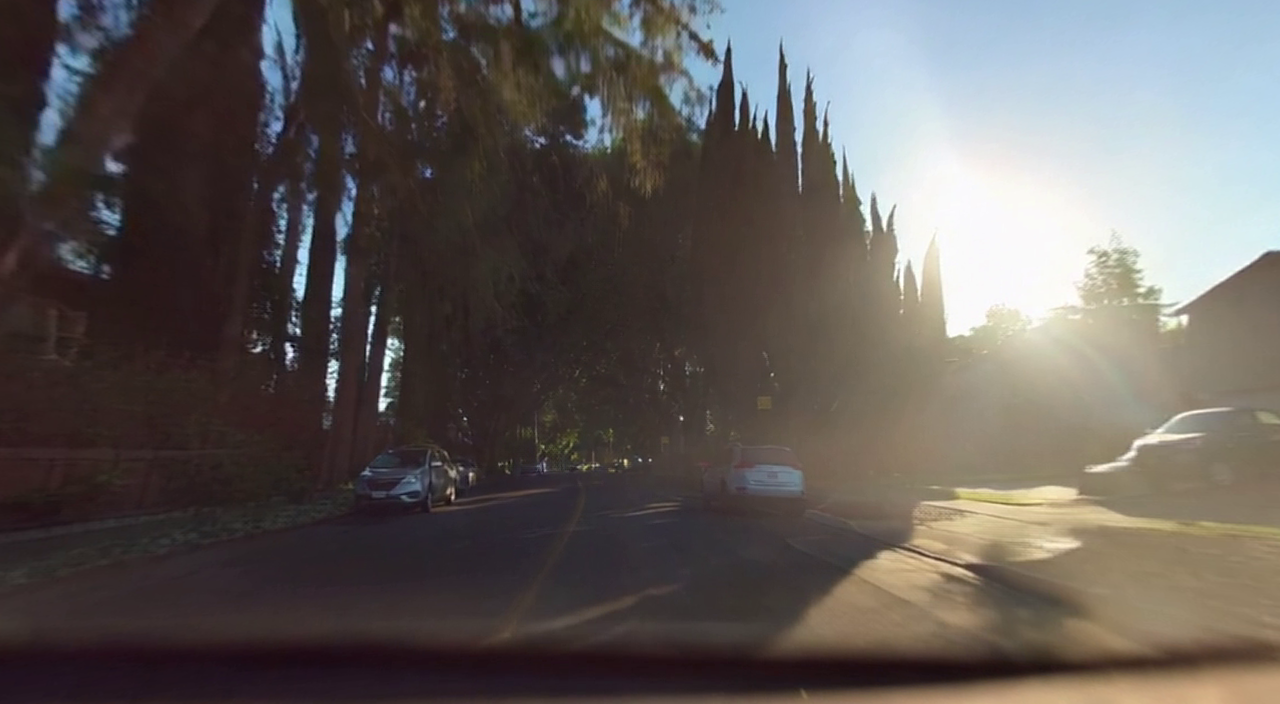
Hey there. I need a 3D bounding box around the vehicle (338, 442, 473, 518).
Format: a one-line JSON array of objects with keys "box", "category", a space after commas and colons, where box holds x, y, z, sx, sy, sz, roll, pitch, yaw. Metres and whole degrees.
[{"box": [-5.953, 3.238, 16.704, 2.051, 1.575, 4.581, -2, -7, -3], "category": "vehicle"}]

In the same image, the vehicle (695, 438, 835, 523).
[{"box": [2.786, 2.984, 15.247, 2.163, 1.742, 4.239, 1, -9, -6], "category": "vehicle"}]

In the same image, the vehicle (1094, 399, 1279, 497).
[{"box": [11.257, 1.668, 10.994, 4.973, 1.579, 1.934, -2, -9, 12], "category": "vehicle"}]
